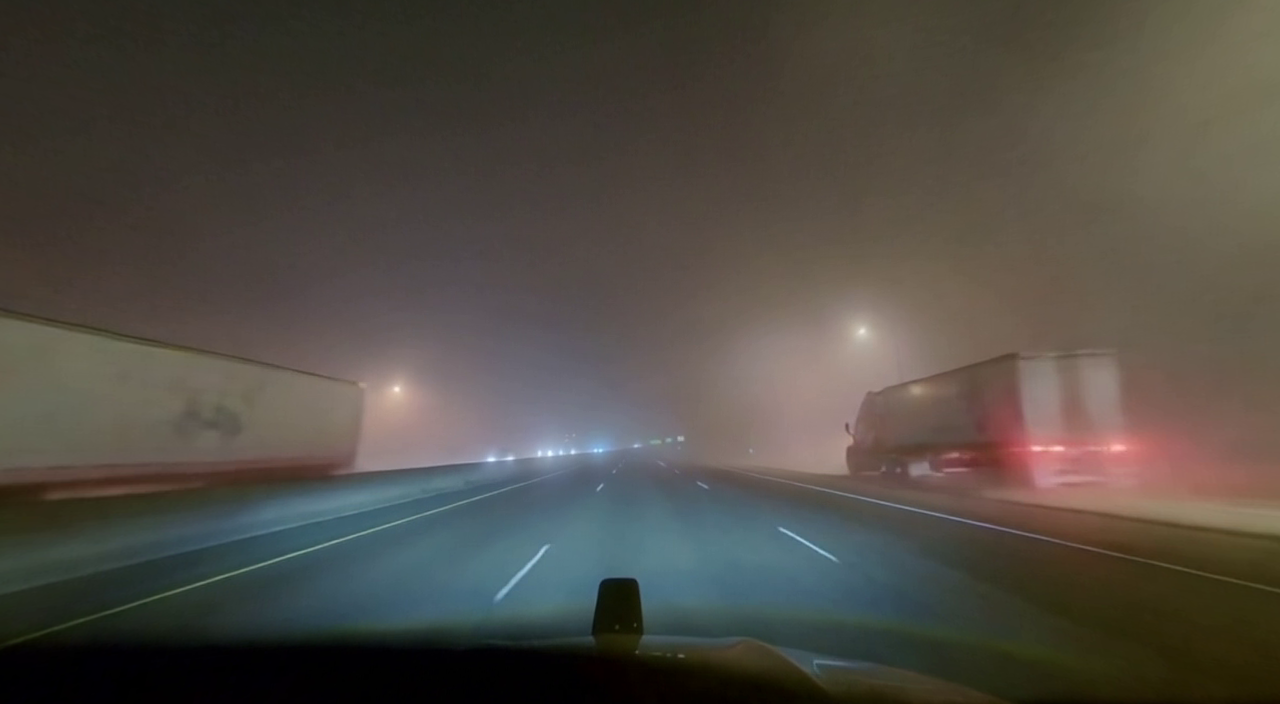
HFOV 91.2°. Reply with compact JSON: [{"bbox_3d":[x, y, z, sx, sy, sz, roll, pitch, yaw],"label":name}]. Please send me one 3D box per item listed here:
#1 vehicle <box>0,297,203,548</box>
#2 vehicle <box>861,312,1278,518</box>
[{"bbox_3d":[-11.490,0.941,8.701,3.029,3.881,10.922,0,-9,-1],"label":"vehicle"},{"bbox_3d":[10.888,2.260,19.359,2.911,4.067,13.916,0,-9,0],"label":"vehicle"}]
